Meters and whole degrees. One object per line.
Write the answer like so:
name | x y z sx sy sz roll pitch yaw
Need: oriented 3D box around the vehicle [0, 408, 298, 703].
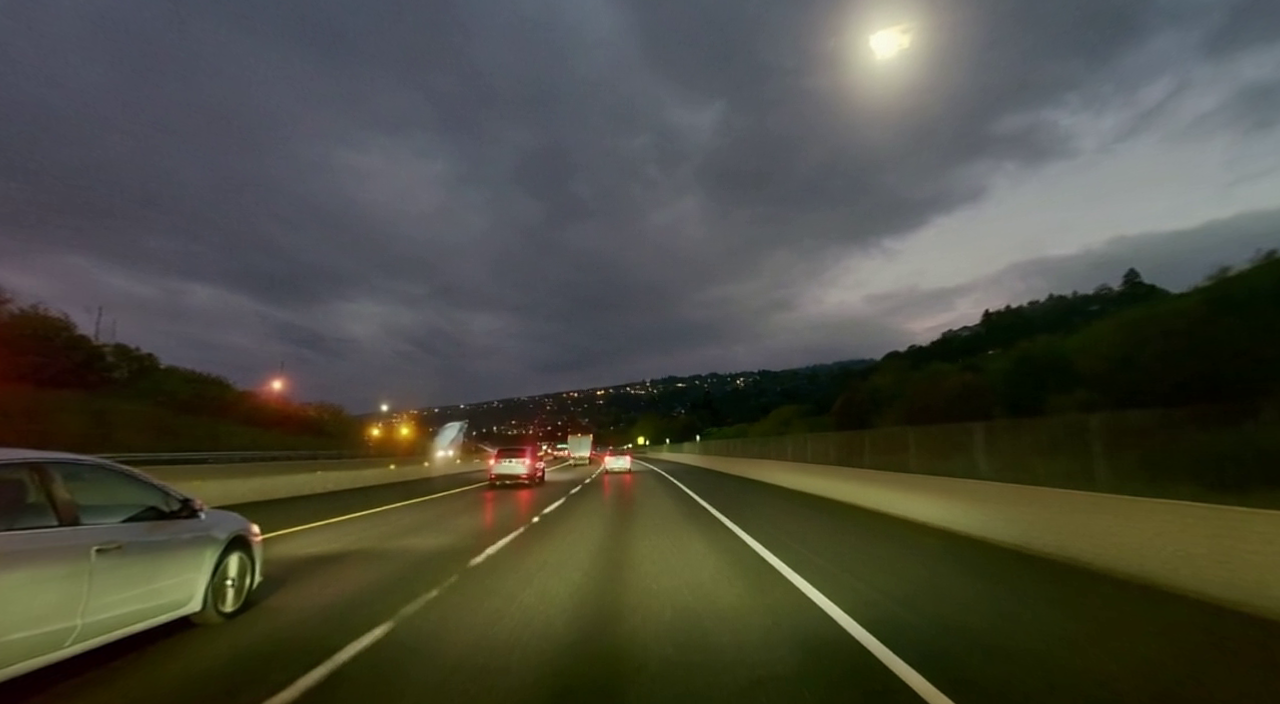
vehicle | -3.877 1.087 3.334 1.892 1.492 3.940 0 -9 0

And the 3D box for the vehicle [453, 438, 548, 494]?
vehicle | -4.442 3.701 20.796 2.208 1.619 4.162 0 -9 0

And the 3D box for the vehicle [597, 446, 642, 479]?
vehicle | -0.970 5.257 30.128 1.988 1.440 4.201 0 -9 -2

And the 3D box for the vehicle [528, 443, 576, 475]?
vehicle | -4.780 5.898 34.849 2.118 1.624 4.032 0 -9 -1
